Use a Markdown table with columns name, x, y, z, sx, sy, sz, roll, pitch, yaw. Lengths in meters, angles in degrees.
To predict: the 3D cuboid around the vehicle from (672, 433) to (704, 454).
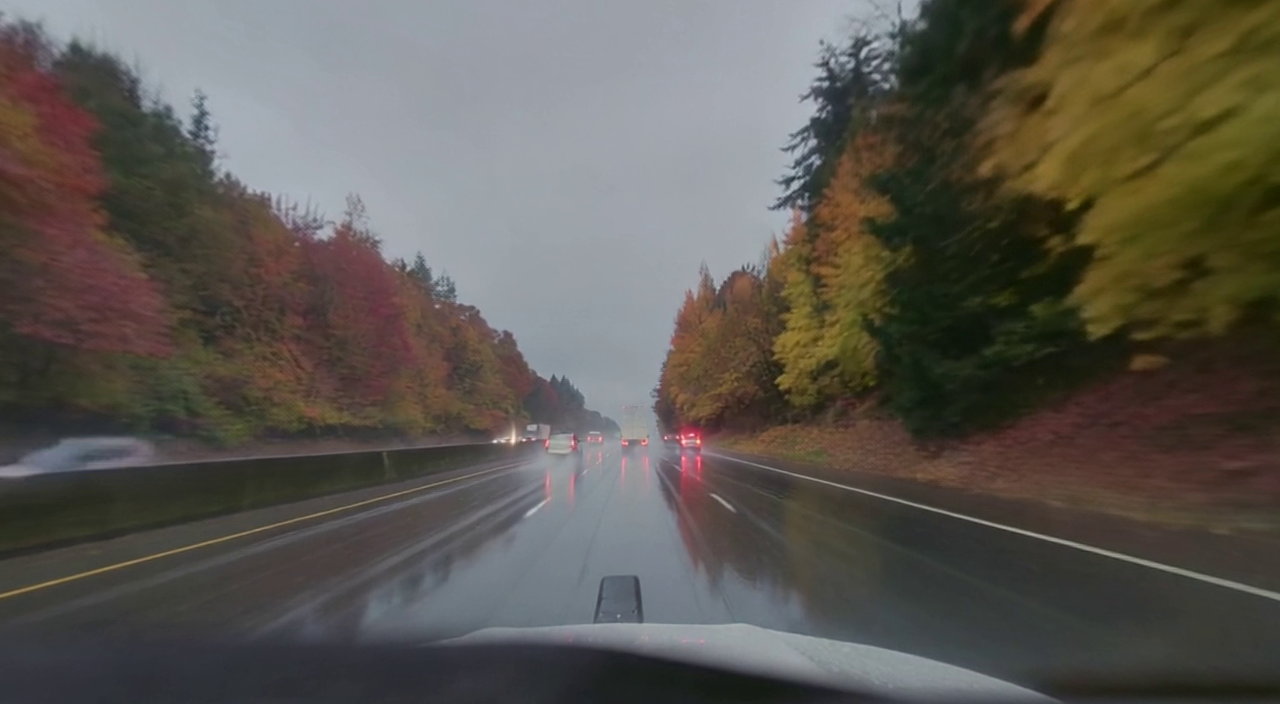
| name | x | y | z | sx | sy | sz | roll | pitch | yaw |
| --- | --- | --- | --- | --- | --- | --- | --- | --- | --- |
| vehicle | 3.491 | 6.781 | 46.608 | 1.882 | 1.492 | 3.958 | 0 | -8 | -3 |

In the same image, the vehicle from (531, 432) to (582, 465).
| name | x | y | z | sx | sy | sz | roll | pitch | yaw |
| --- | --- | --- | --- | --- | --- | --- | --- | --- | --- |
| vehicle | -3.980 | 4.684 | 30.659 | 2.027 | 1.501 | 3.920 | 0 | -8 | -1 |
